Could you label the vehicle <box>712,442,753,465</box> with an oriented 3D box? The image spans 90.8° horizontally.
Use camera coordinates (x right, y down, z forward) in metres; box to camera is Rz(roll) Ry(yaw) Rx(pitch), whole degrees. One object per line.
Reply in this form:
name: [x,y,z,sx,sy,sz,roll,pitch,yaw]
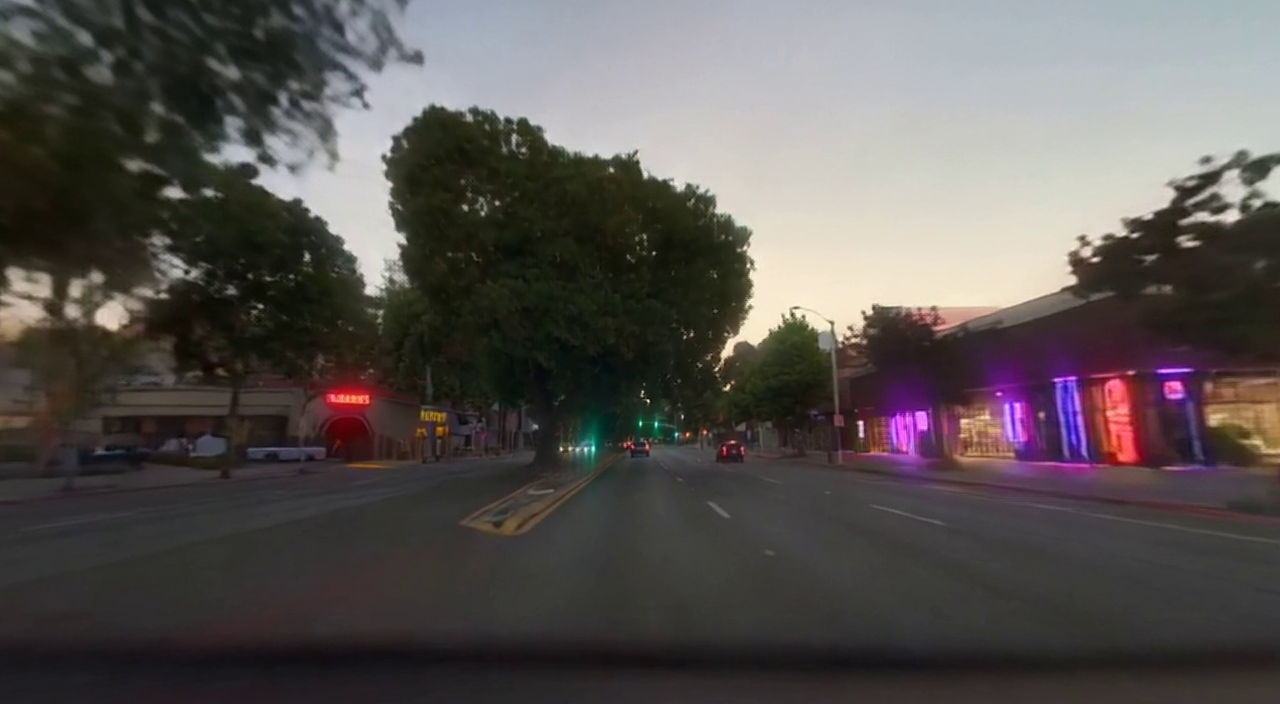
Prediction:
vehicle: [6.349,7.014,43.856,2.024,1.475,4.600,0,-8,-2]
